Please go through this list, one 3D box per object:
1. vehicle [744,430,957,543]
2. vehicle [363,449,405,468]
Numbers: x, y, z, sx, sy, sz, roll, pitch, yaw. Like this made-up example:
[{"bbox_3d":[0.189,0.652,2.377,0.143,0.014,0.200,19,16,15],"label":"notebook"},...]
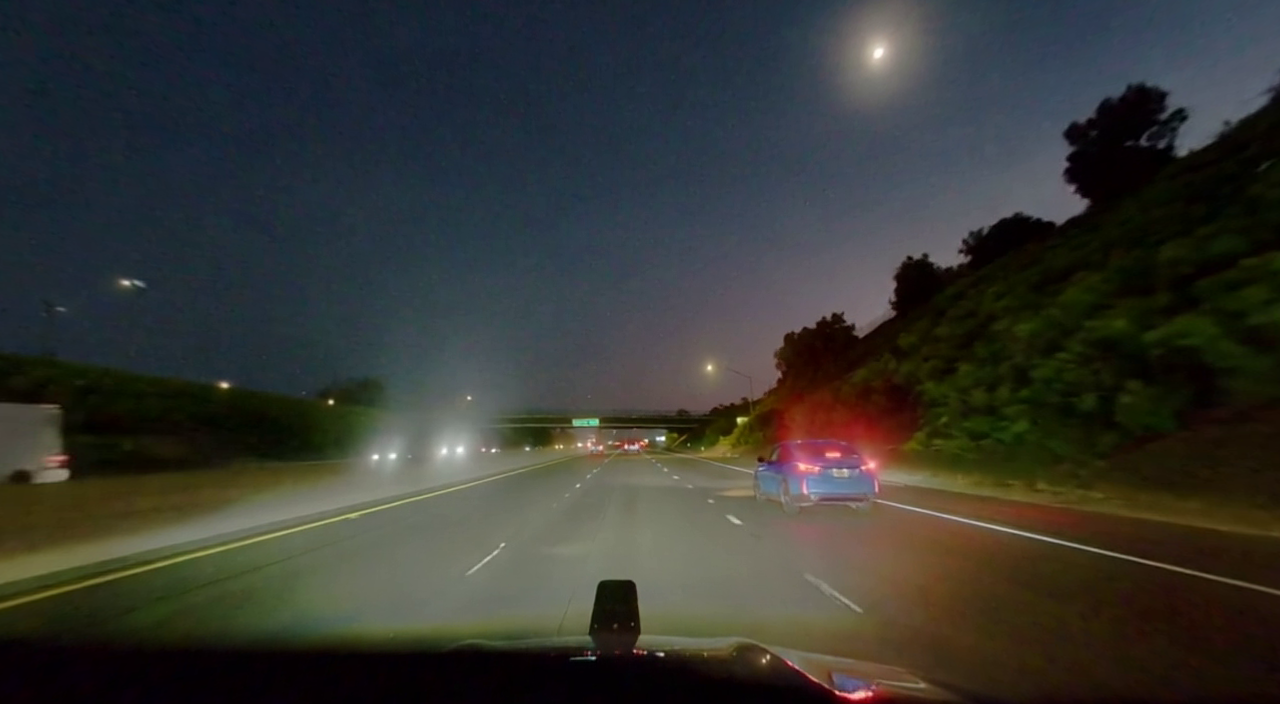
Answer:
[{"bbox_3d":[3.237,2.125,10.779,2.079,1.515,4.196,0,-8,-2],"label":"vehicle"},{"bbox_3d":[-19.995,8.309,49.404,1.763,1.394,3.806,0,-8,0],"label":"vehicle"}]
